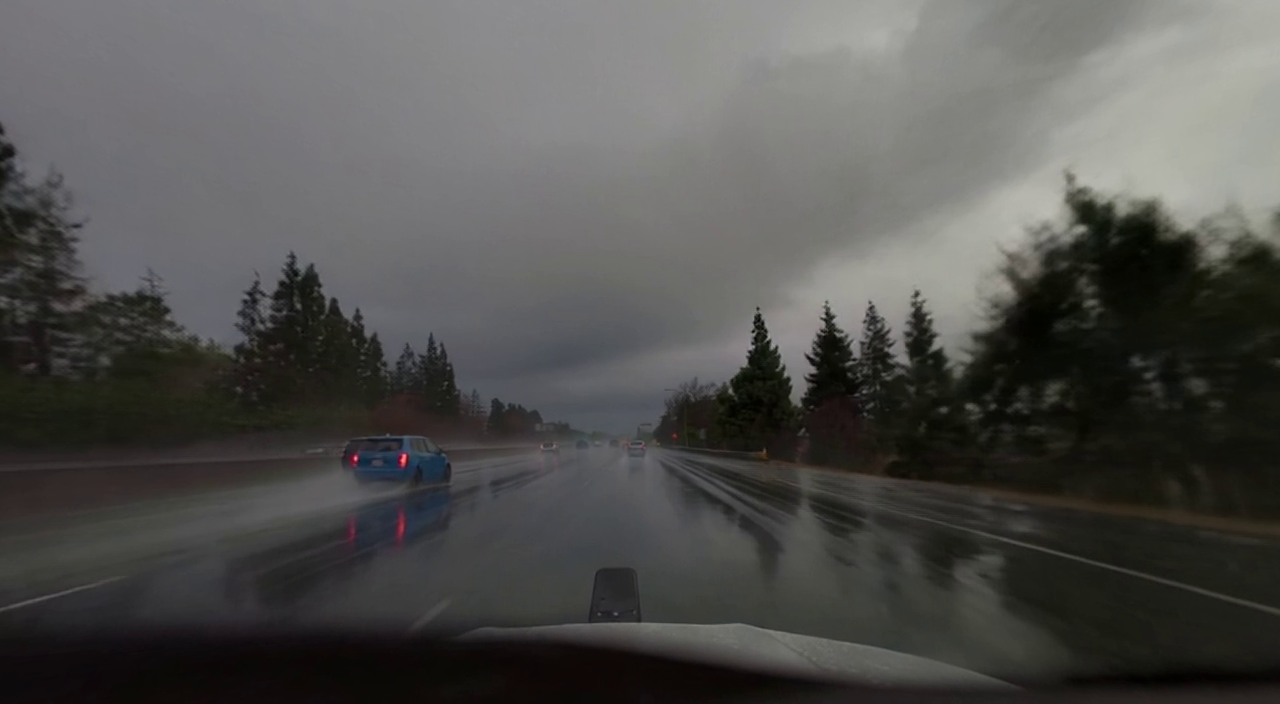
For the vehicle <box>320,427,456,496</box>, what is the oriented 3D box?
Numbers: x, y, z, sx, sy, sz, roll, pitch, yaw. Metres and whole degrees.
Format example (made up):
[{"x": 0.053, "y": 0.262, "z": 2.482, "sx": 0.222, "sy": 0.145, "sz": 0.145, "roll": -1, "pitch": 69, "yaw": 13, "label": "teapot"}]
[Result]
[{"x": -7.209, "y": 3.187, "z": 18.716, "sx": 2.146, "sy": 1.766, "sz": 4.502, "roll": 0, "pitch": -9, "yaw": 0, "label": "vehicle"}]
